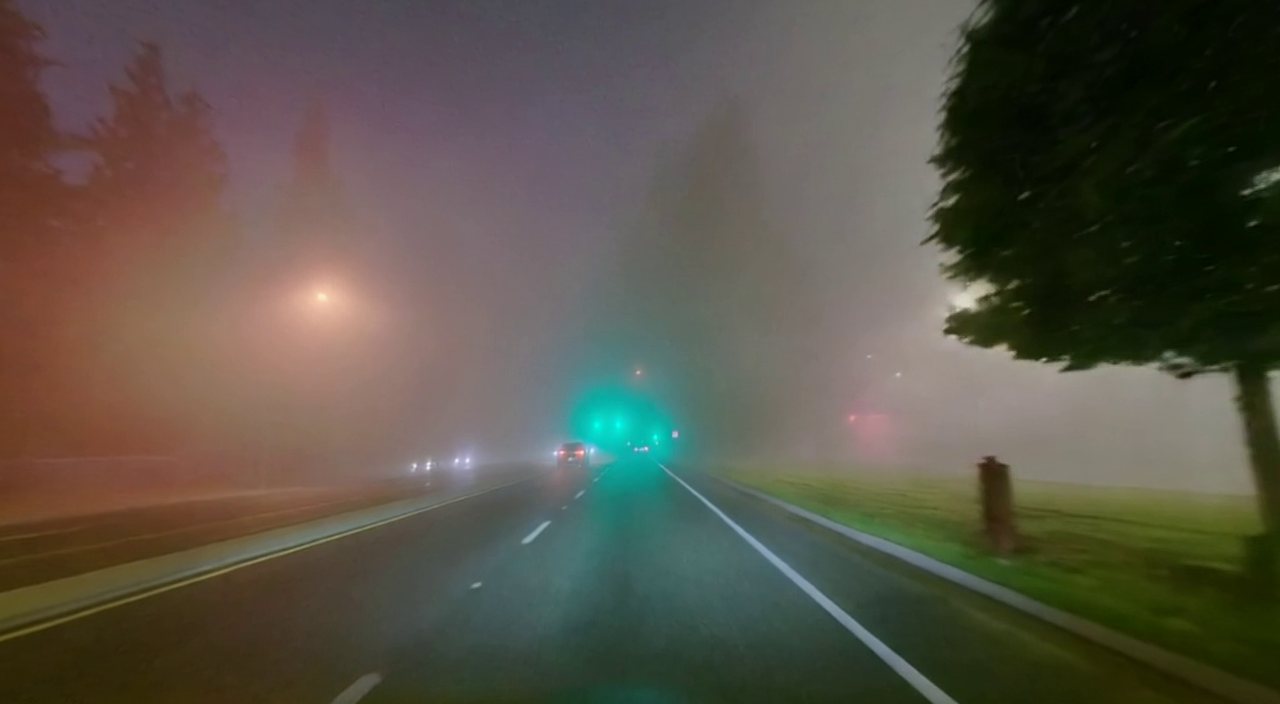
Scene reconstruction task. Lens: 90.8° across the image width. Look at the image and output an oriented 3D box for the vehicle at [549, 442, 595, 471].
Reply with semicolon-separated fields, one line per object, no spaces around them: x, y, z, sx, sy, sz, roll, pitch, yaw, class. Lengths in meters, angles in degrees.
-3.576;5.568;33.903;1.992;1.447;4.044;0;-8;0;vehicle
